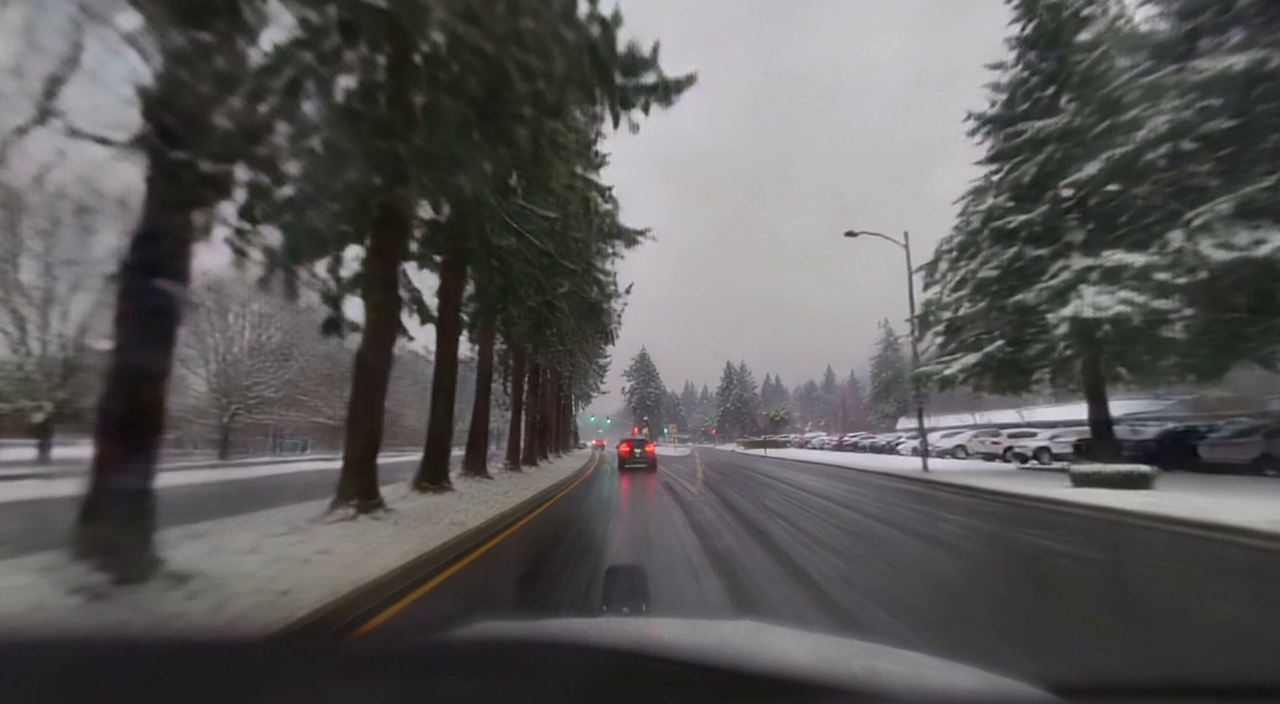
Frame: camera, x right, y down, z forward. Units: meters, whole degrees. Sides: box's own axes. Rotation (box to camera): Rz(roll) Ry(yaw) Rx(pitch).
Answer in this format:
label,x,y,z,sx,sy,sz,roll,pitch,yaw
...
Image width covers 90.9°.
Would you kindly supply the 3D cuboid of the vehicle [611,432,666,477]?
label,x,y,z,sx,sy,sz,roll,pitch,yaw
vehicle,-0.114,4.258,26.295,2.135,1.691,3.884,0,-9,-1
